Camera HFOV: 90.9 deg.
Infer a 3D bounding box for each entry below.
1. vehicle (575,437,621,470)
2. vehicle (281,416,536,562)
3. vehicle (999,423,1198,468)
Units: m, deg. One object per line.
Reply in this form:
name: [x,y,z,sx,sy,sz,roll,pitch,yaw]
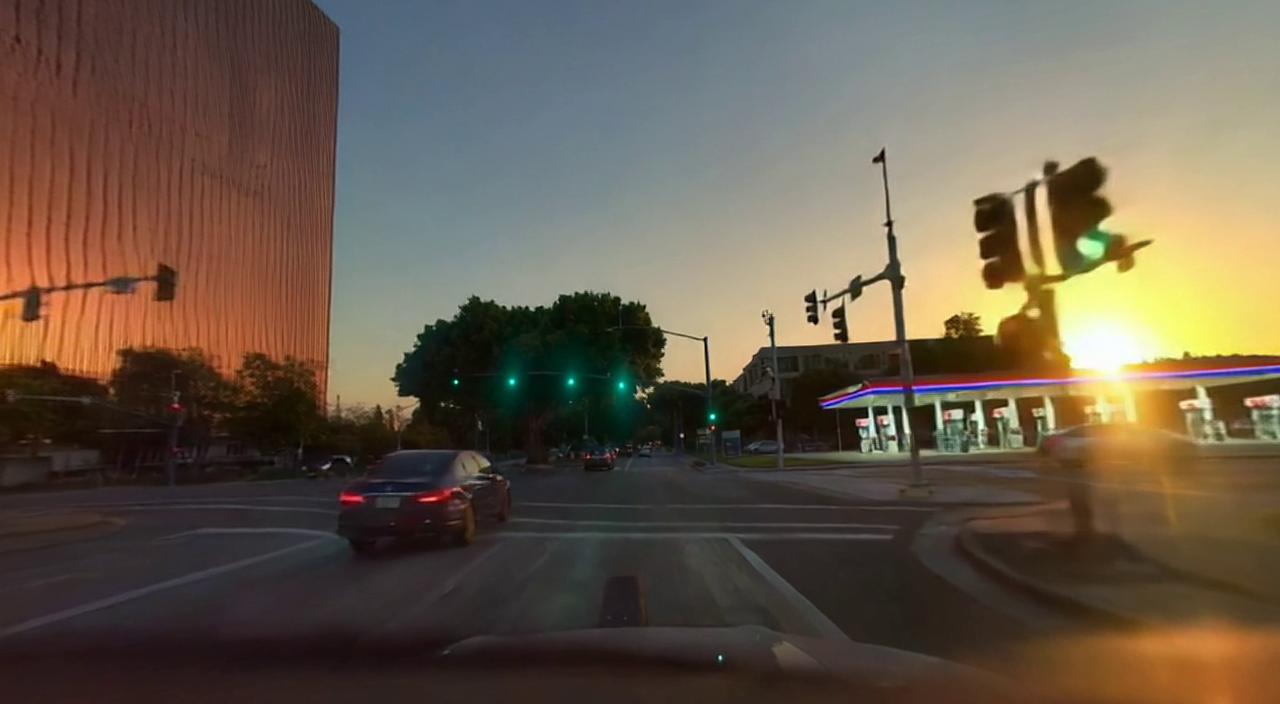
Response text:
vehicle: [-2.803,6.968,43.442,2.602,2.091,6.347,0,-8,1]
vehicle: [-3.140,1.953,9.773,2.183,1.731,4.338,0,-8,2]
vehicle: [17.350,3.580,24.267,5.708,1.585,2.070,-3,-9,19]
